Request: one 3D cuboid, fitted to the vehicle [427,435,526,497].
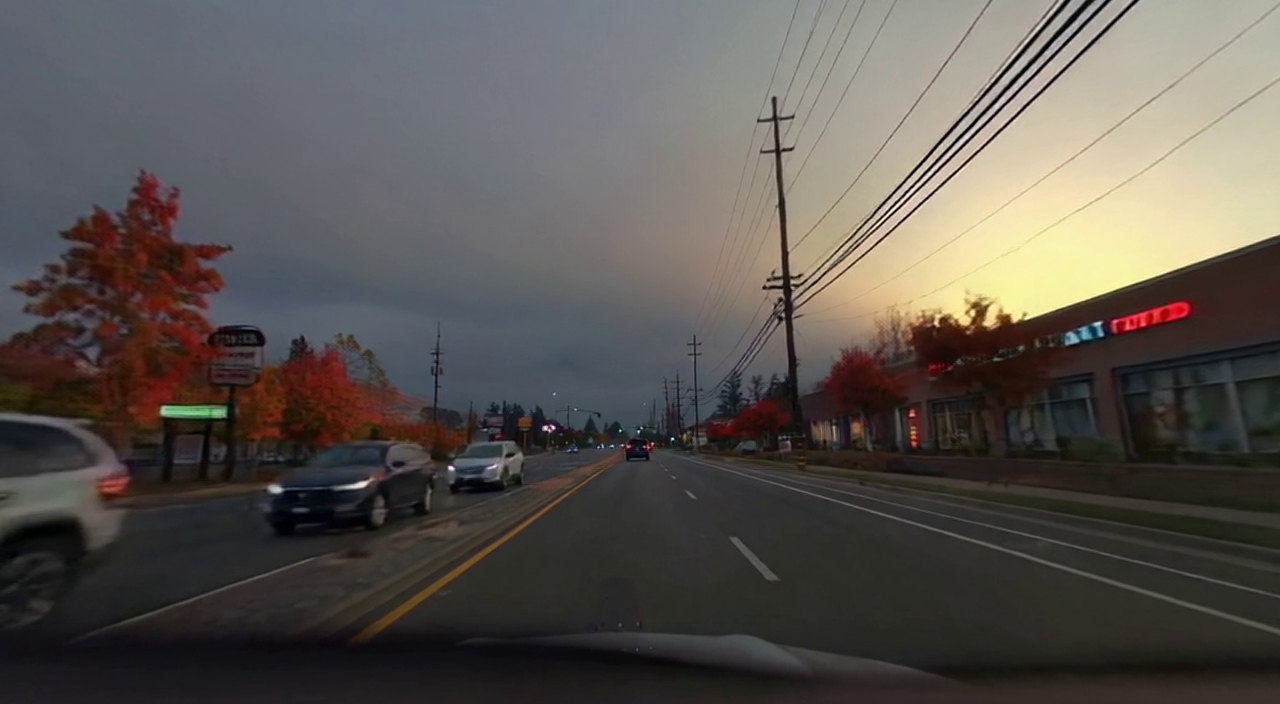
[{"bbox_3d":[-5.056,3.539,20.169,1.993,1.680,4.386,-2,-8,0],"label":"vehicle"}]

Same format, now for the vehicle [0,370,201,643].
[{"bbox_3d":[-5.467,1.008,3.738,2.278,1.828,4.970,-2,-8,-1],"label":"vehicle"}]

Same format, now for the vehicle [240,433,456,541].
[{"bbox_3d":[-5.063,2.349,11.839,1.909,1.524,4.614,-2,-8,0],"label":"vehicle"}]
